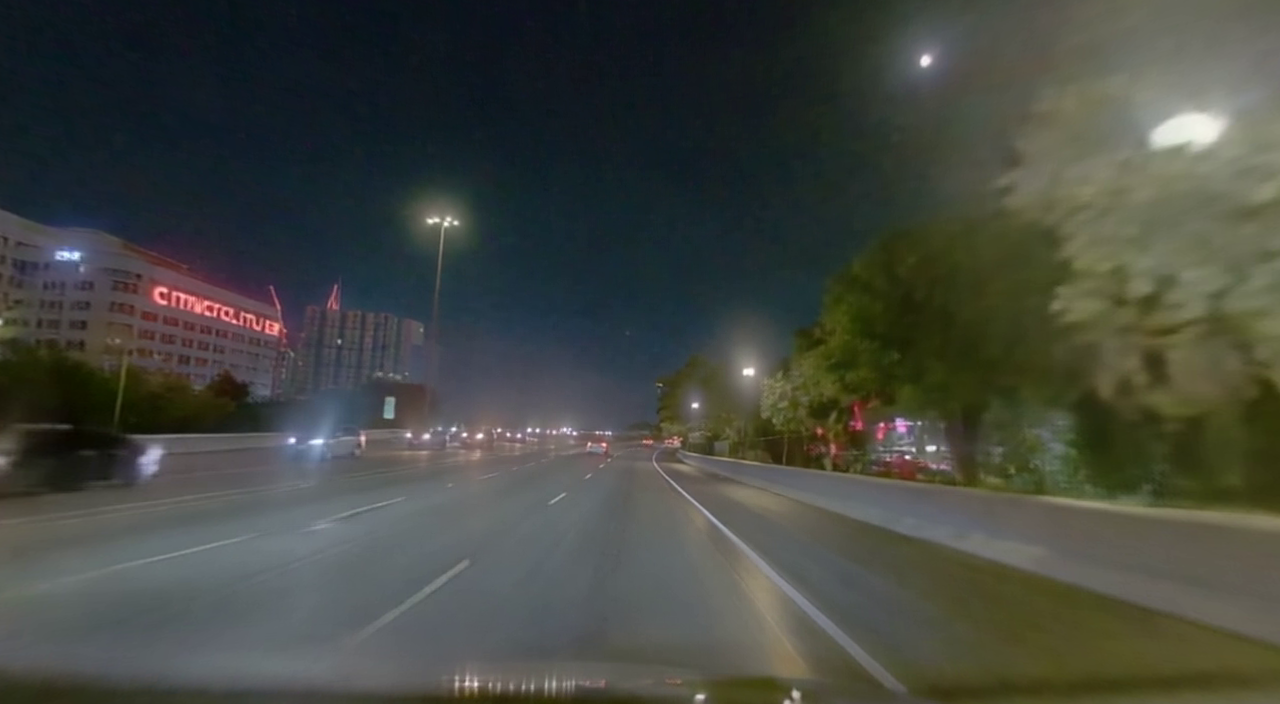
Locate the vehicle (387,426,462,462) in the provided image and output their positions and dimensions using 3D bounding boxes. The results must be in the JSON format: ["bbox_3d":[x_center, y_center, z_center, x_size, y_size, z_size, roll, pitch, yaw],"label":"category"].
[{"bbox_3d":[-10.428,4.506,30.872,2.016,1.607,4.491,-1,-9,1],"label":"vehicle"}]

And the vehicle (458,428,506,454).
[{"bbox_3d":[-10.585,6.033,42.630,1.926,1.650,4.593,-1,-8,1],"label":"vehicle"}]

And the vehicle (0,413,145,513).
[{"bbox_3d":[-10.817,1.779,10.147,1.953,1.520,4.549,-1,-8,1],"label":"vehicle"}]

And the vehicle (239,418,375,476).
[{"bbox_3d":[-10.665,3.105,20.622,2.033,1.662,4.394,0,-8,0],"label":"vehicle"}]
